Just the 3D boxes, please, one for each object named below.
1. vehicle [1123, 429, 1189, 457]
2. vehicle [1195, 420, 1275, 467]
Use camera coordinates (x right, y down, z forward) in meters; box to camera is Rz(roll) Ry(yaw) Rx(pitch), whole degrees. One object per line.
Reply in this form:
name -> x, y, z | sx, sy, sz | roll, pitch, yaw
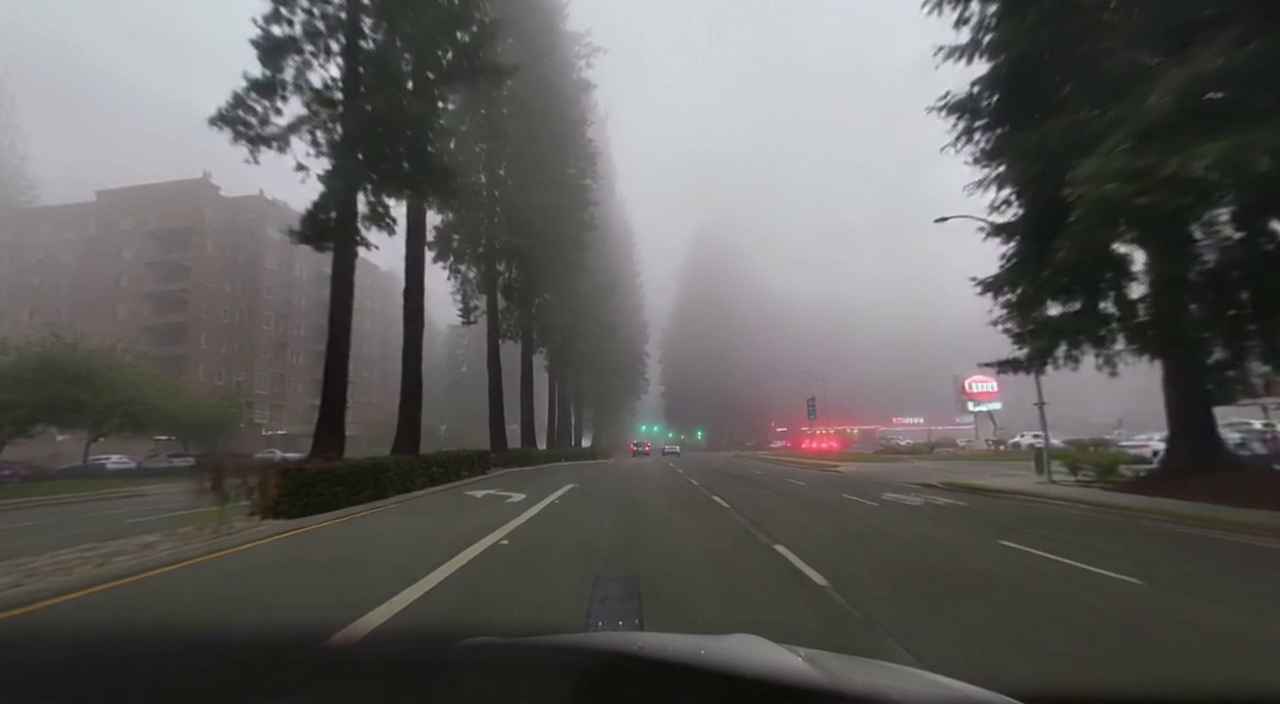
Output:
vehicle -> 31.814, 5.633, 39.091 | 2.133, 1.584, 4.842 | -5, -9, 28
vehicle -> 31.801, 4.866, 33.959 | 2.229, 2.281, 5.488 | -4, -9, 35
